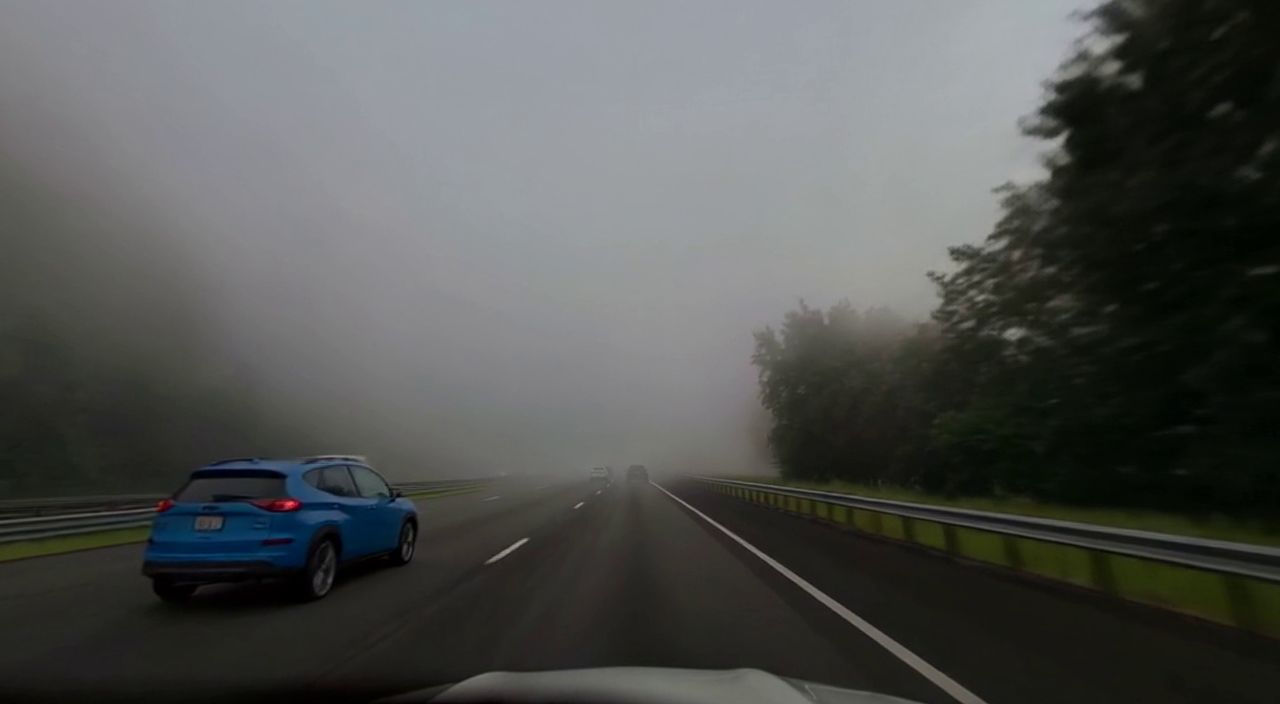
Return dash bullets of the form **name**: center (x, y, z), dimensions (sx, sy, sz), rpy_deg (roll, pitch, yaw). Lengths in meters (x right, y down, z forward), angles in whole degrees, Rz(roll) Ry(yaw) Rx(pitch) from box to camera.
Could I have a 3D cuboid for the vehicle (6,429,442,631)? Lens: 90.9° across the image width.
- **vehicle**: center (-3.892, 1.765, 7.000), dimensions (2.017, 1.516, 4.041), rpy_deg (1, -11, 0)
